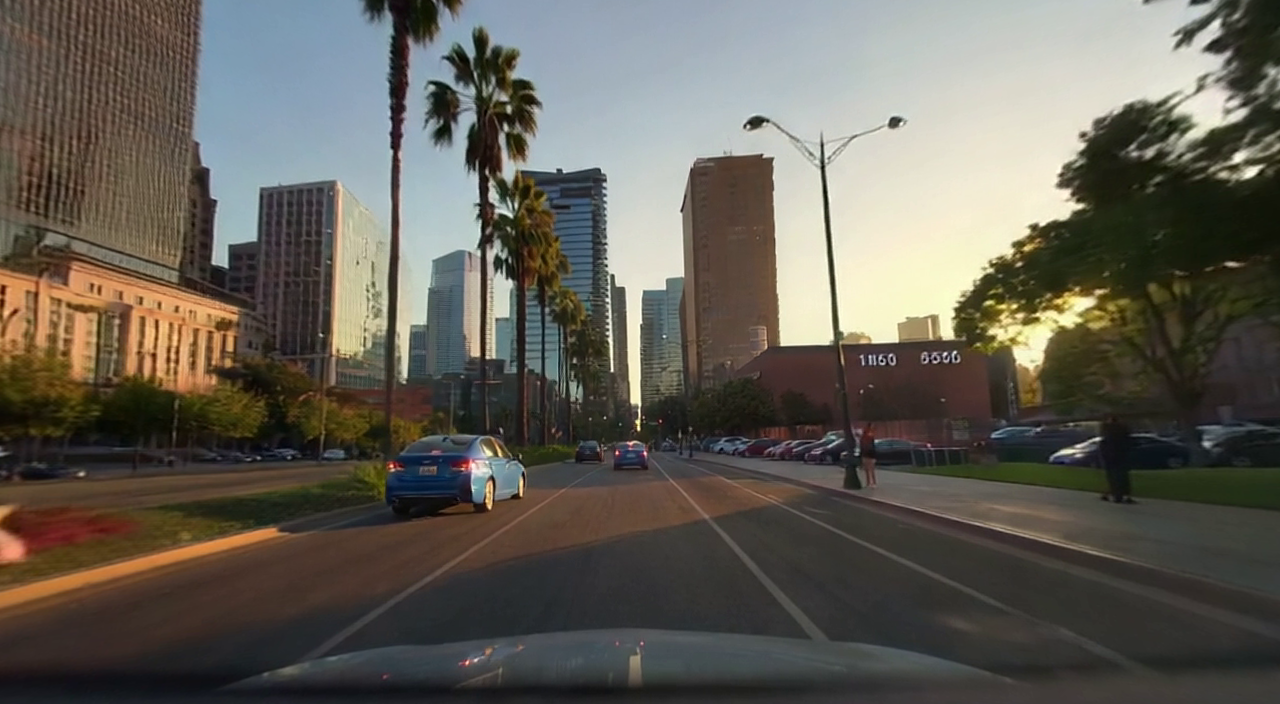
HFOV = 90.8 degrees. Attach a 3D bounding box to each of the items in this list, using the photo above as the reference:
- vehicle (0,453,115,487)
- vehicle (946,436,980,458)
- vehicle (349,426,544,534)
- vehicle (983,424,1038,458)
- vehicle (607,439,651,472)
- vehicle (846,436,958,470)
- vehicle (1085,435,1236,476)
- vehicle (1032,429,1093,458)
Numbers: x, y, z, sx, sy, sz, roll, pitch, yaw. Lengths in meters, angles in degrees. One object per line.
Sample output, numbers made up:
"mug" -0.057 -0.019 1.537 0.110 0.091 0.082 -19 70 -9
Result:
"vehicle" -30.770 6.188 33.437 1.888 1.625 4.699 0 -8 1
"vehicle" 23.808 6.997 46.647 1.842 1.501 3.588 -4 -9 23
"vehicle" -3.150 2.183 11.413 2.071 1.544 4.383 0 -8 1
"vehicle" 23.617 5.712 40.469 2.288 1.984 5.526 -4 -9 23
"vehicle" -0.523 5.021 30.817 2.004 1.465 3.713 0 -8 0
"vehicle" 13.159 5.087 31.865 4.749 1.522 1.905 -1 -9 -3
"vehicle" 20.546 4.080 25.291 1.976 1.431 4.774 0 -8 0
"vehicle" 26.451 5.773 39.730 1.982 1.694 4.676 -3 -9 19
